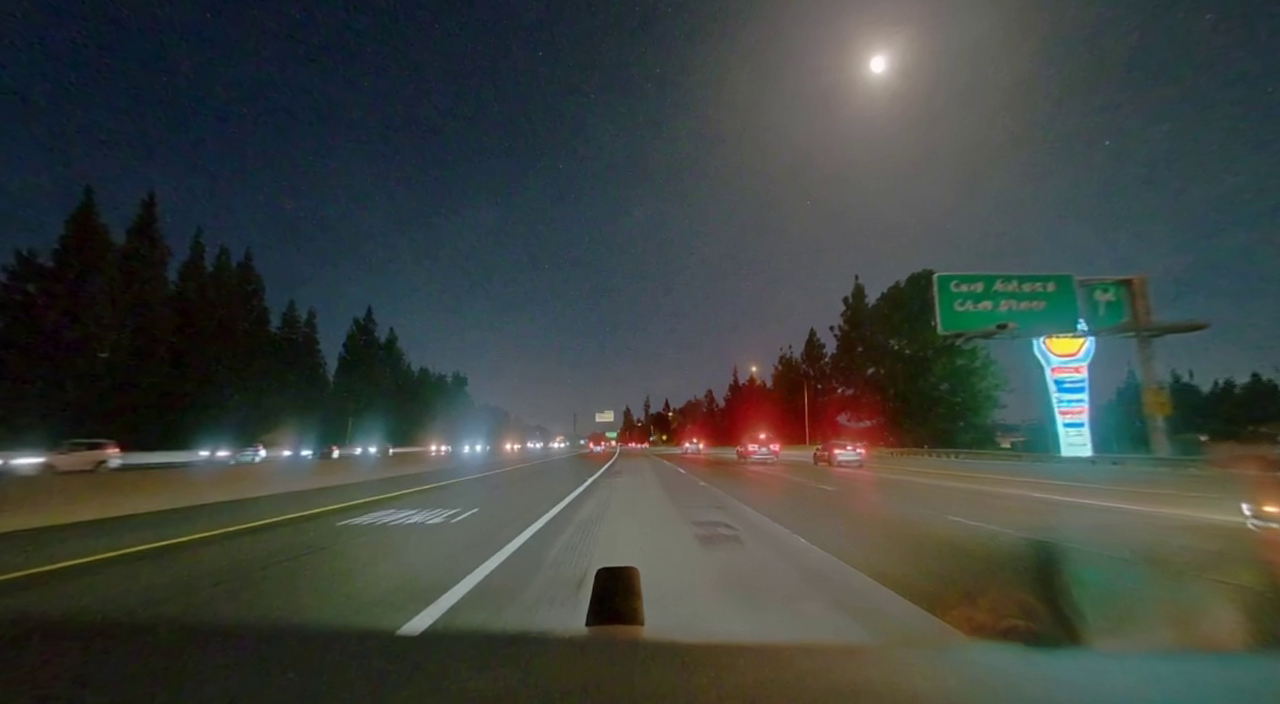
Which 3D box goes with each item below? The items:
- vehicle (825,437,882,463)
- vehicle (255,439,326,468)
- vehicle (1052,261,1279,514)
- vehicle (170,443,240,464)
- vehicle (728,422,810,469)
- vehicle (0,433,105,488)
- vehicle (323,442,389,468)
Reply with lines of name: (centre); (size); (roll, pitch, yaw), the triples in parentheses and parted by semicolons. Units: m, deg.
vehicle: (13.954, 6.436, 41.491); (2.072, 1.611, 4.387); (0, -8, -2)
vehicle: (-21.456, 6.210, 38.837); (1.821, 1.658, 4.405); (0, -8, -1)
vehicle: (11.108, 0.569, 9.730); (3.015, 3.760, 9.287); (0, -8, -1)
vehicle: (-32.196, 7.511, 46.805); (1.865, 1.476, 4.727); (0, -8, -1)
vehicle: (6.963, 5.234, 35.340); (2.779, 2.339, 8.073); (0, -8, -1)
vehicle: (-21.212, 3.660, 21.397); (2.000, 1.705, 4.631); (0, -8, -1)
vehicle: (-17.060, 6.210, 38.085); (1.948, 1.443, 4.522); (0, -8, -1)
